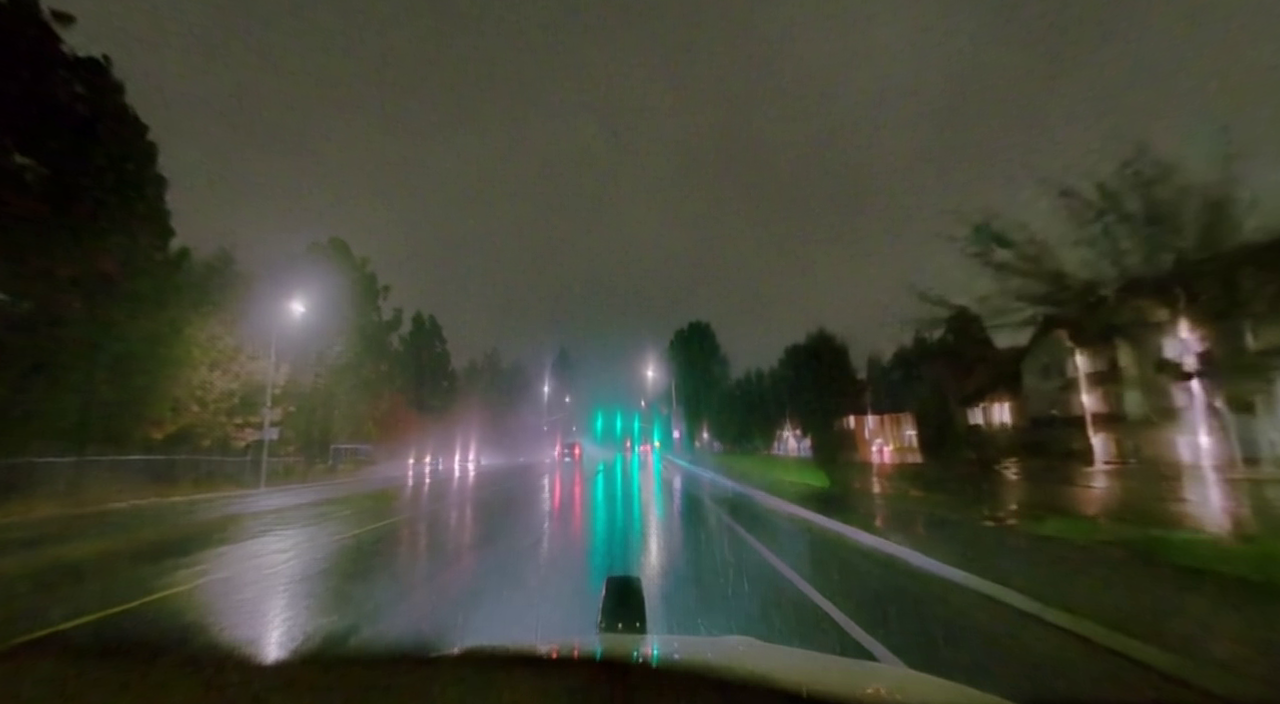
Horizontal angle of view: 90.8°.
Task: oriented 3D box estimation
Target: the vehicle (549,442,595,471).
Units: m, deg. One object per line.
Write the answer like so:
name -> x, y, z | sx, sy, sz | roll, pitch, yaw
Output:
vehicle -> -3.576, 5.568, 33.903 | 1.992, 1.447, 4.044 | 0, -8, 0
